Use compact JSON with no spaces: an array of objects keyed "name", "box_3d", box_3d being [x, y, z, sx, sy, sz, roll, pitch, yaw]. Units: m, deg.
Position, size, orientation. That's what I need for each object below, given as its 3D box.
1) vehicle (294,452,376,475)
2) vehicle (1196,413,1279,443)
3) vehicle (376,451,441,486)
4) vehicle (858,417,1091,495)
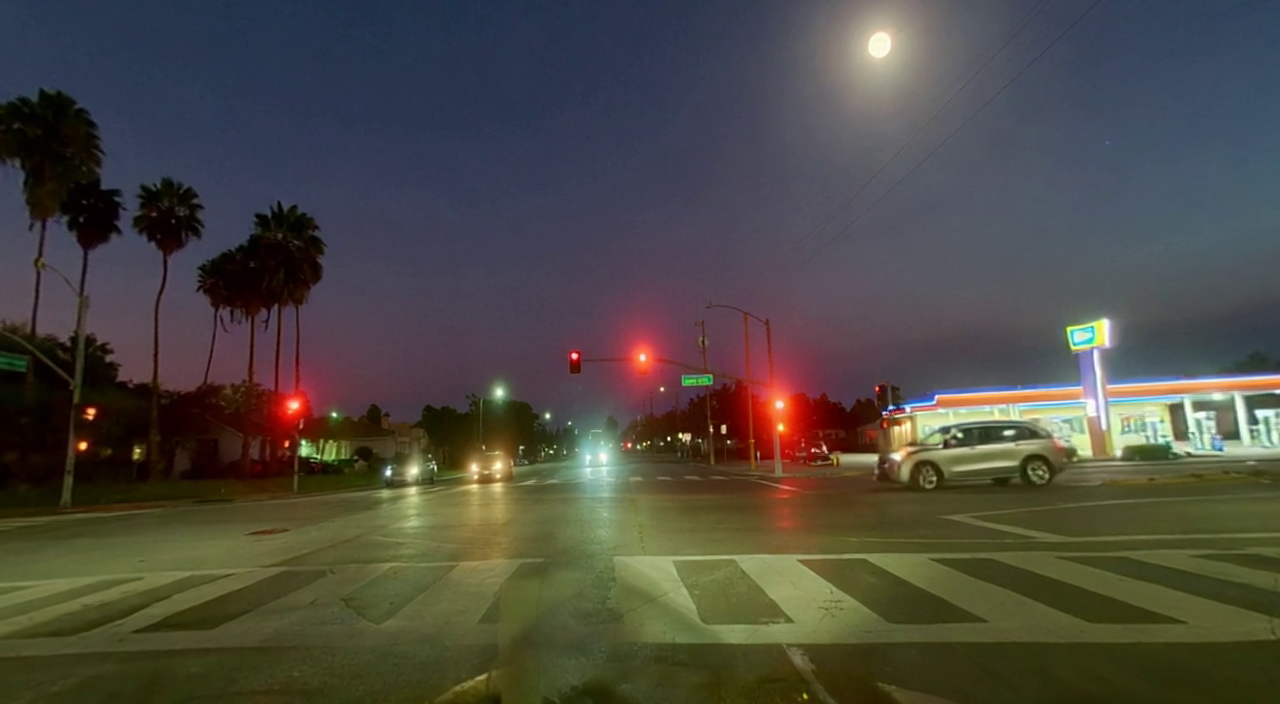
[{"name":"vehicle","box_3d":[-20.943,7.672,43.516,4.672,1.469,1.816,-1,-9,-2]},{"name":"vehicle","box_3d":[38.301,4.789,39.971,4.488,1.447,1.765,-5,-8,-1]},{"name":"vehicle","box_3d":[-13.050,6.553,35.945,2.009,1.777,4.559,0,-9,-1]},{"name":"vehicle","box_3d":[8.500,2.638,16.266,5.086,1.817,1.952,1,-9,-11]}]
